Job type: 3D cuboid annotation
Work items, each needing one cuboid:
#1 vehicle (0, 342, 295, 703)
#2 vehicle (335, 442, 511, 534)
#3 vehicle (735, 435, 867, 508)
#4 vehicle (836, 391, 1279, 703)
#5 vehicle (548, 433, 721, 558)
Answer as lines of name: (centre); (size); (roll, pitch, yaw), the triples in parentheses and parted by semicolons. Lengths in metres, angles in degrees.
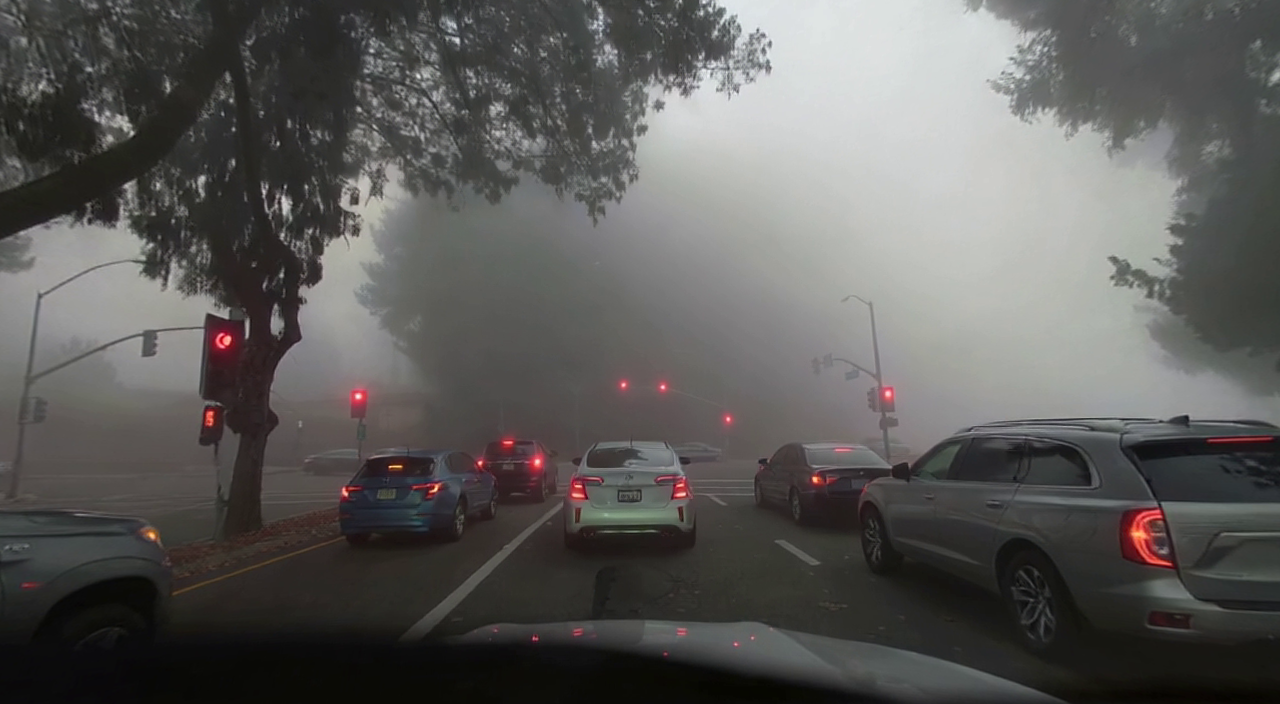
vehicle: (-3.663, 0.846, 2.547); (2.047, 1.764, 4.369); (0, -8, 0)
vehicle: (-3.916, 2.501, 12.338); (1.919, 1.459, 4.371); (0, -8, -1)
vehicle: (3.645, 2.786, 15.256); (1.922, 1.472, 4.440); (0, -8, -1)
vehicle: (3.390, 1.307, 5.424); (1.933, 1.564, 4.600); (0, -8, 0)
vehicle: (-0.076, 2.009, 9.589); (2.061, 1.470, 3.970); (0, -8, 0)
